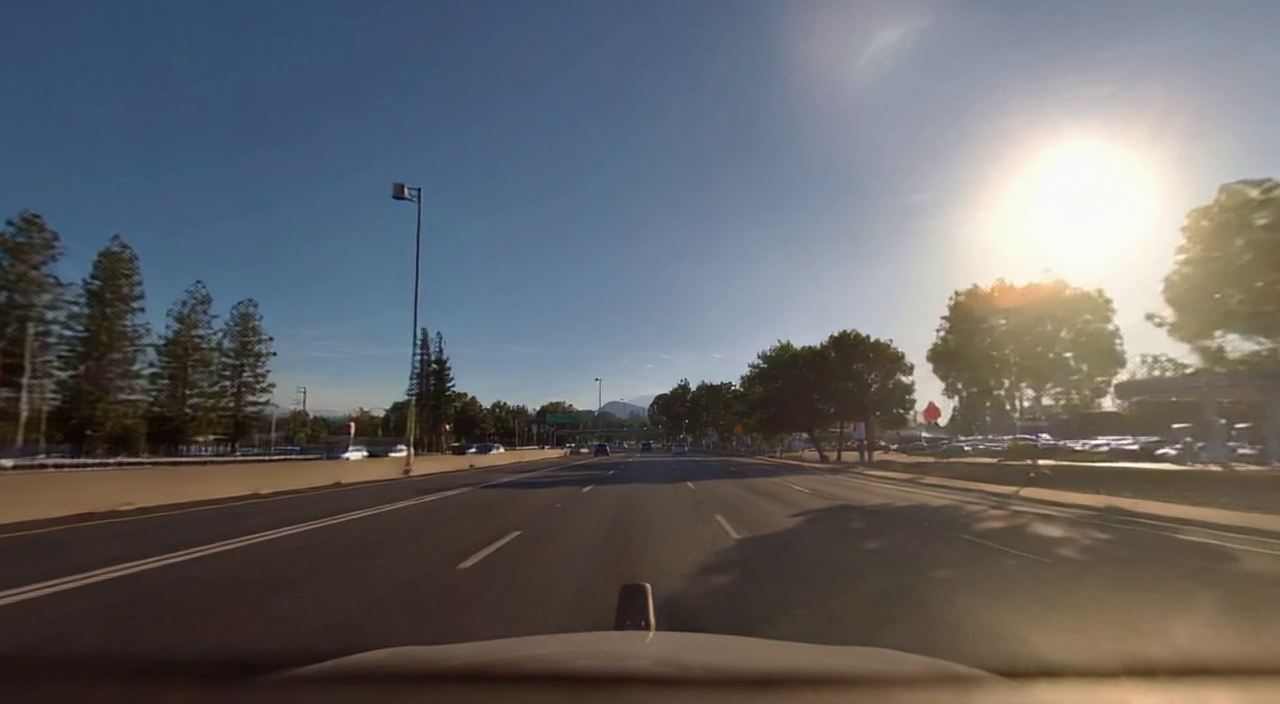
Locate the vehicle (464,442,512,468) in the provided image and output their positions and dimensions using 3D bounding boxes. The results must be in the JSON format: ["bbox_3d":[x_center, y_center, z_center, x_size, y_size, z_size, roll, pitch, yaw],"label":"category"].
[{"bbox_3d":[-9.978,6.774,41.710,2.059,1.621,4.269,0,-8,1],"label":"vehicle"}]

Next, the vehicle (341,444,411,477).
[{"bbox_3d":[-12.962,5.326,31.198,1.722,1.510,3.779,0,-8,2],"label":"vehicle"}]
